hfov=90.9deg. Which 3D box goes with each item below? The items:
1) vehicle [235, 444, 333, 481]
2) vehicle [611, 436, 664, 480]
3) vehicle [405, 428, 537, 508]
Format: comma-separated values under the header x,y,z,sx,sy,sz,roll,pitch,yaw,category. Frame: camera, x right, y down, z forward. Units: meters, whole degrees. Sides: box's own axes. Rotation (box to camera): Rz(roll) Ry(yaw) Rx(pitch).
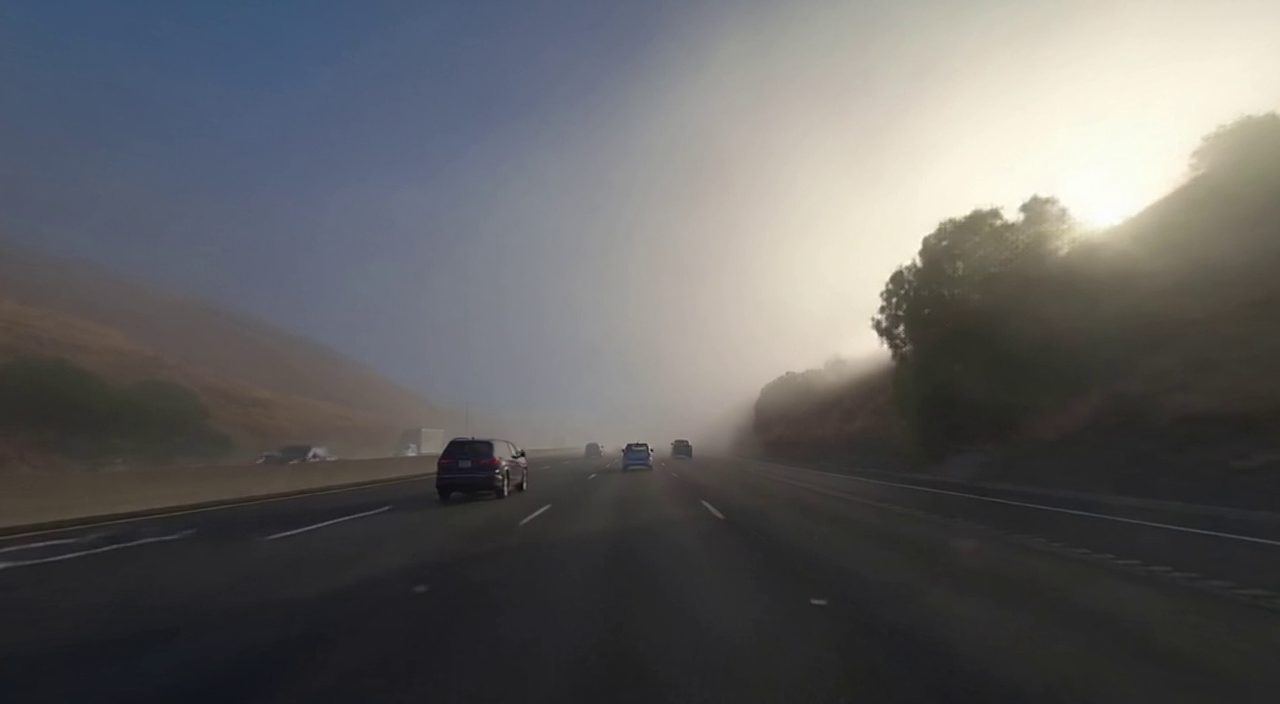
x,y,z,sx,sy,sz,roll,pitch,yaw,category
-15.858,4.918,28.365,1.819,1.494,4.366,0,-8,1,vehicle
-0.083,4.503,27.028,2.086,1.685,4.206,0,-8,0,vehicle
-3.969,2.796,15.644,2.076,1.690,4.113,0,-8,1,vehicle
